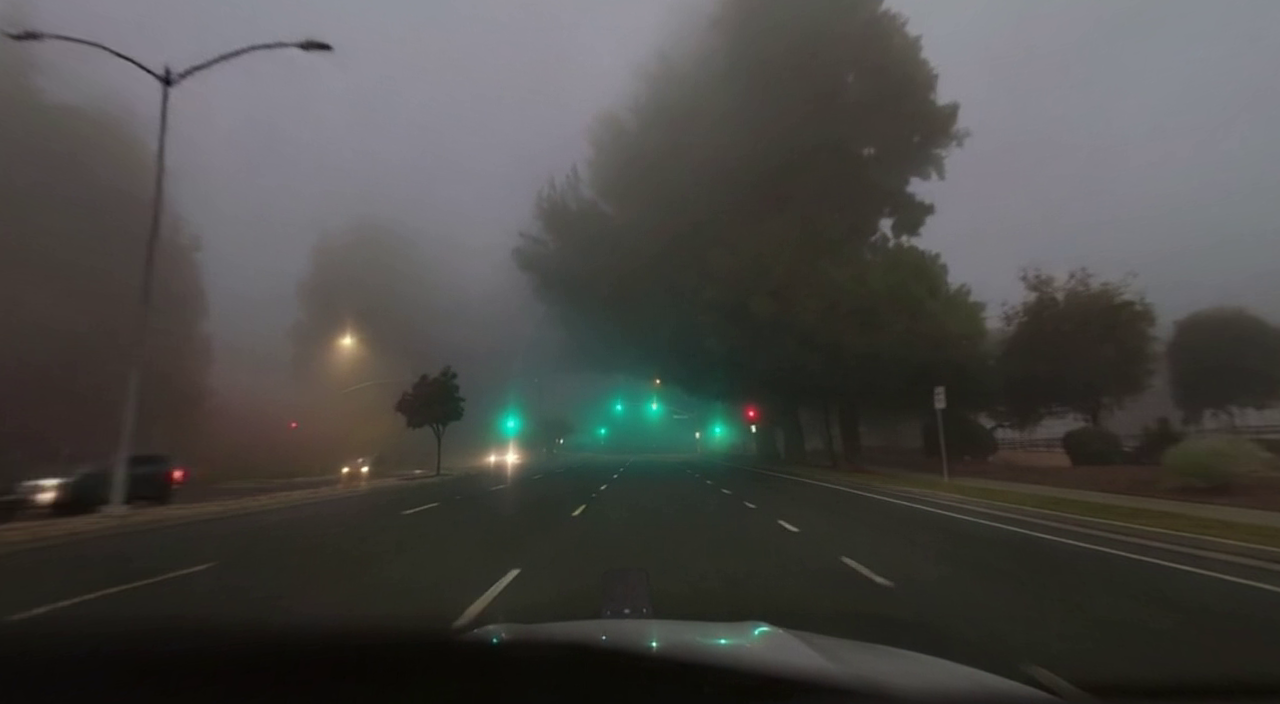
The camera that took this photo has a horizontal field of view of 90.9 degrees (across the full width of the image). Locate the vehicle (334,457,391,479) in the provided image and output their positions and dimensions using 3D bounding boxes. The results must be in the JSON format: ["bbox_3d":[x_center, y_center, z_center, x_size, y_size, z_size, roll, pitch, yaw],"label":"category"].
[{"bbox_3d":[-20.368,8.534,46.543,2.035,1.453,4.600,0,-9,1],"label":"vehicle"}]

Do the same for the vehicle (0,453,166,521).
[{"bbox_3d":[-16.669,3.893,18.672,1.935,1.686,4.202,-3,-9,0],"label":"vehicle"}]
